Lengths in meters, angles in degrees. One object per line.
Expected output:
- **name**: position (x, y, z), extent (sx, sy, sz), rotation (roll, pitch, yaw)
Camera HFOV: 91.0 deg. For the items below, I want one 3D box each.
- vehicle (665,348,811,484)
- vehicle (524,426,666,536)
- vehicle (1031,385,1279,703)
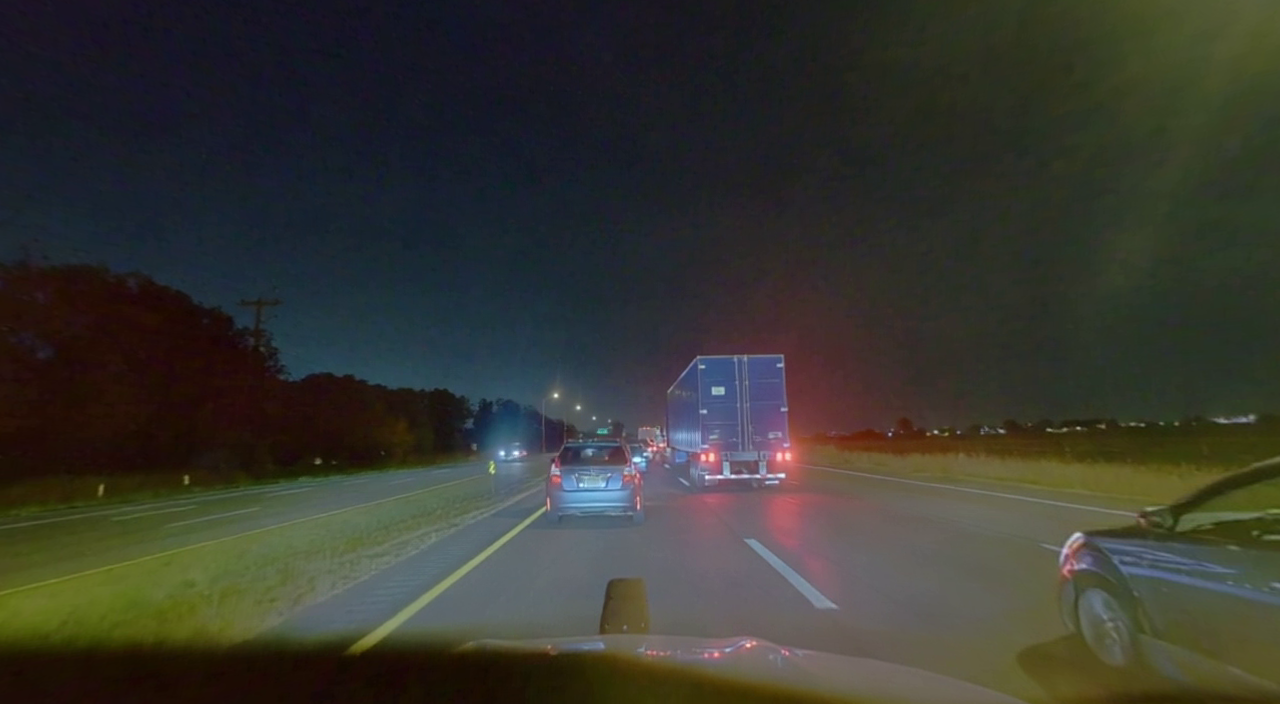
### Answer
- **vehicle**: position (3.441, 3.187, 28.309), extent (3.591, 4.290, 16.696), rotation (0, -8, -1)
- **vehicle**: position (-0.674, 2.133, 11.041), extent (2.009, 1.554, 4.013), rotation (0, -8, -1)
- **vehicle**: position (3.581, 0.781, 1.757), extent (1.960, 1.515, 4.713), rotation (0, -8, 0)
